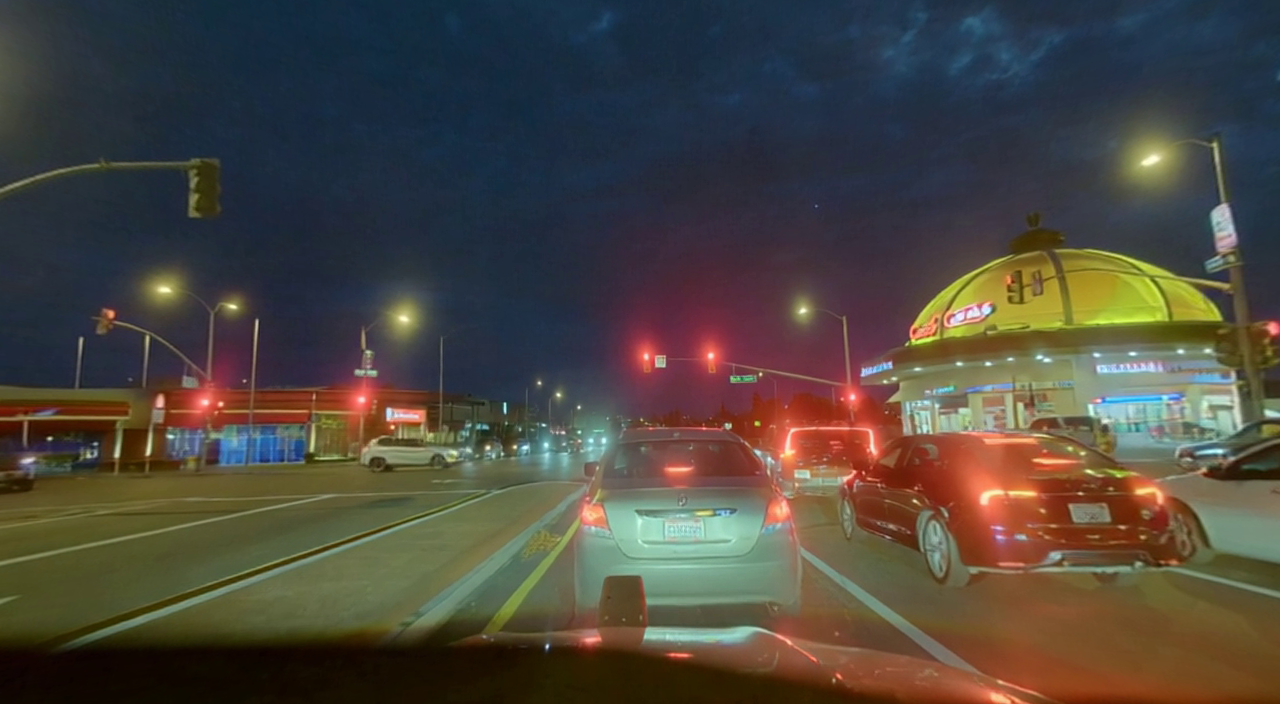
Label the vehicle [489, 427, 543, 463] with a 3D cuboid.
[{"bbox_3d":[-8.760,6.582,45.170,2.710,2.022,5.889,-2,-4,0],"label":"vehicle"}]

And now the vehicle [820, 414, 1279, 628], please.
[{"bbox_3d":[3.523,1.509,6.707,1.883,1.480,4.489,0,-8,0],"label":"vehicle"}]

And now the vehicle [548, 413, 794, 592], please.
[{"bbox_3d":[0.222,1.552,7.326,2.073,1.496,3.892,0,-8,-1],"label":"vehicle"}]

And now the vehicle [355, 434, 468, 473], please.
[{"bbox_3d":[-10.779,4.801,30.010,4.833,1.701,2.077,3,-9,-19],"label":"vehicle"}]
